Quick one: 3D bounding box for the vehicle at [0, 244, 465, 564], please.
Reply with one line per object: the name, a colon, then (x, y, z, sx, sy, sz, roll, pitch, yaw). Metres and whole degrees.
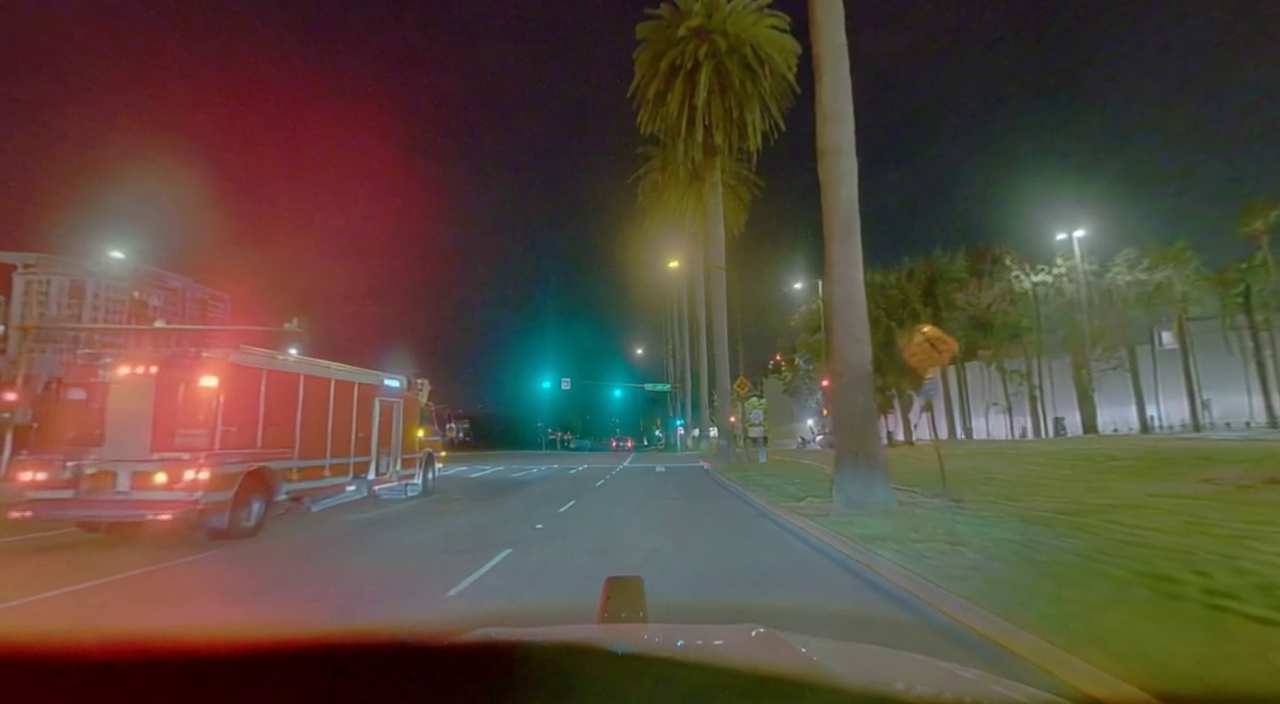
vehicle: (-6.878, 1.413, 13.145, 3.008, 3.730, 11.786, 0, -9, 0)
